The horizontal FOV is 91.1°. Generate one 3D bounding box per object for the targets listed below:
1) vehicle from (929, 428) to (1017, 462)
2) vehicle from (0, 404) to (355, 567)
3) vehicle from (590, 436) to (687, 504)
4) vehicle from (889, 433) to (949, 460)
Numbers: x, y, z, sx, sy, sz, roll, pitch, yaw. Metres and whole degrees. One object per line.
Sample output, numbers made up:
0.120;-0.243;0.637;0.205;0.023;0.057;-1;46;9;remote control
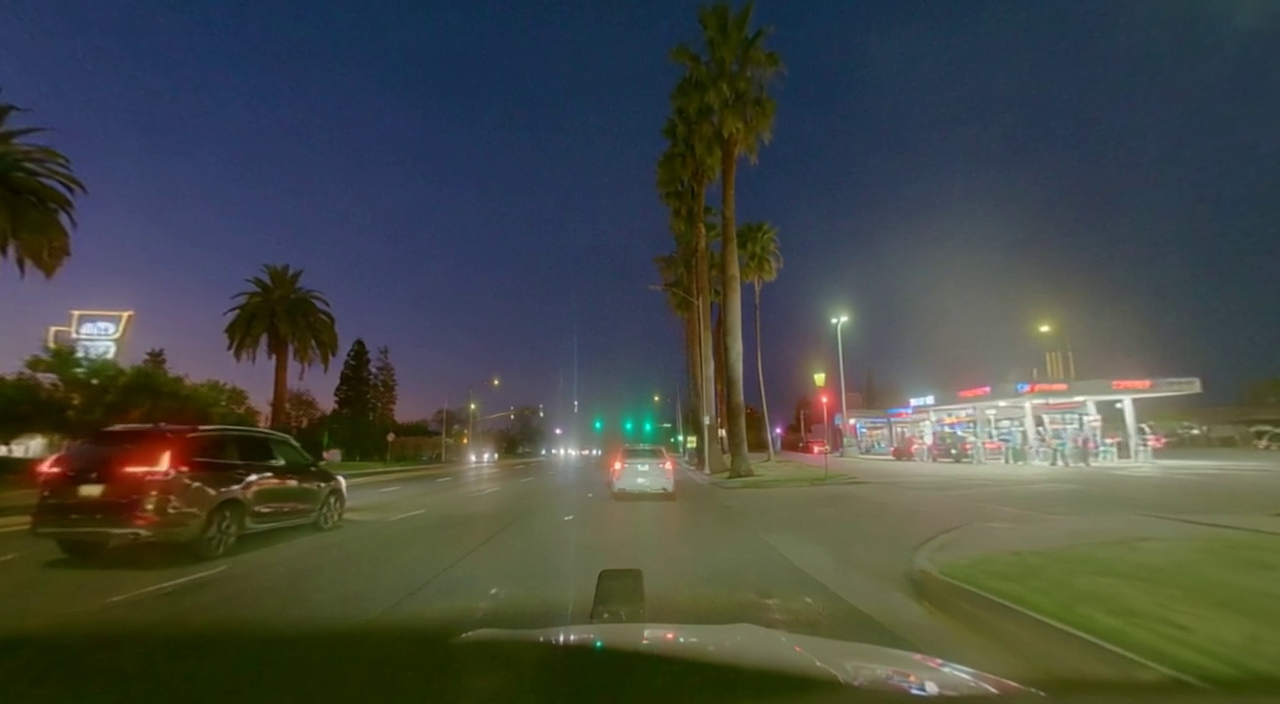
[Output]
17.229;4.860;32.748;2.009;1.630;4.436;1;-9;-2;vehicle
-6.175;1.763;8.925;2.057;1.705;4.394;0;-9;1;vehicle
0.016;2.957;16.139;2.145;1.483;4.453;0;-9;1;vehicle
17.088;5.824;38.633;1.902;1.502;4.395;0;-9;4;vehicle
